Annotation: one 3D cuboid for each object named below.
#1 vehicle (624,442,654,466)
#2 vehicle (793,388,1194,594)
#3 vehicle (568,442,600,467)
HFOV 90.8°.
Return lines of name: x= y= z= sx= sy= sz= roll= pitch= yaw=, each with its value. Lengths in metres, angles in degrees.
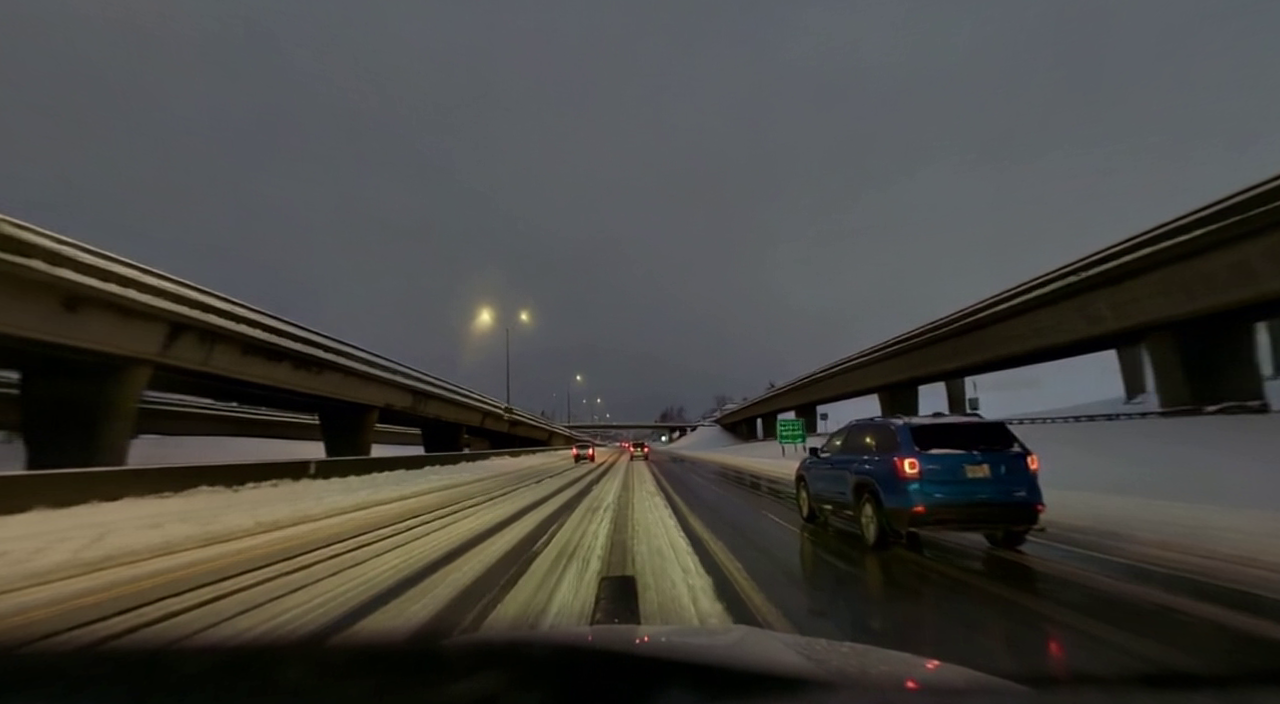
vehicle: x=-0.129 y=7.561 z=47.084 sx=2.132 sy=1.657 sz=3.967 roll=0 pitch=-8 yaw=-2
vehicle: x=3.772 y=1.591 z=8.135 sx=2.288 sy=1.841 sz=4.779 roll=0 pitch=-8 yaw=-1
vehicle: x=-3.984 y=7.339 z=45.456 sx=2.000 sy=1.646 sz=4.201 roll=0 pitch=-8 yaw=-1
